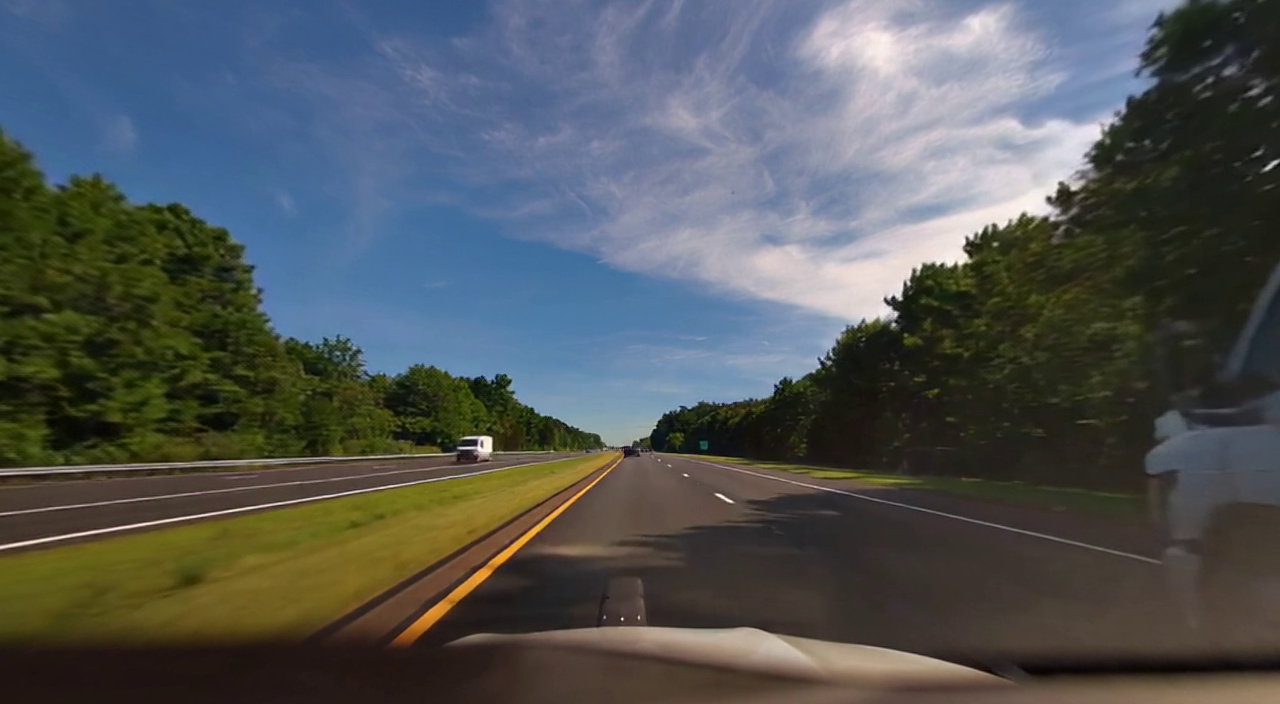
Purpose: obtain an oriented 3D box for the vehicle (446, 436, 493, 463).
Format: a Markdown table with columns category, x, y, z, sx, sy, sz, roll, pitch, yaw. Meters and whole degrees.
| category | x | y | z | sx | sy | sz | roll | pitch | yaw |
| --- | --- | --- | --- | --- | --- | --- | --- | --- | --- |
| vehicle | -12.676 | 7.291 | 47.282 | 2.133 | 1.882 | 5.138 | 0 | -9 | -1 |
